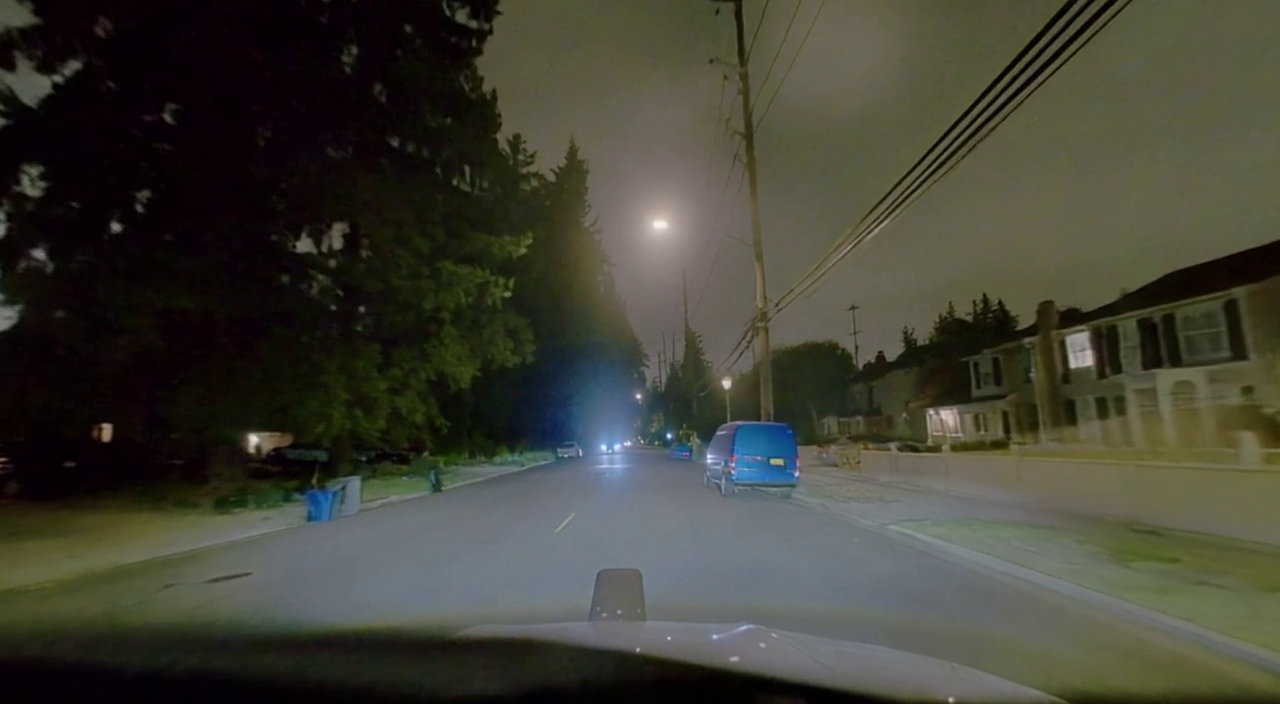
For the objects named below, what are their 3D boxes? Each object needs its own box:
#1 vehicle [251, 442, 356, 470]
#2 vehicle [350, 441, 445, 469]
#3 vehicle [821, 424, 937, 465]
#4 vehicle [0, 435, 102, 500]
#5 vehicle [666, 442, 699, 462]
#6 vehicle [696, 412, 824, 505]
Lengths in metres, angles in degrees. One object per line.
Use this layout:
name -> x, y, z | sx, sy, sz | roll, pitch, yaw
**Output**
vehicle -> -18.407, 5.675, 34.707 | 4.615, 1.482, 2.073 | 0, -8, 1
vehicle -> -13.319, 5.679, 34.892 | 4.443, 1.475, 1.932 | 0, -8, -2
vehicle -> 11.007, 4.290, 29.378 | 4.602, 1.799, 1.859 | 0, -8, -1
vehicle -> -18.457, 3.247, 17.968 | 4.414, 1.731, 2.008 | 0, -8, 1
vehicle -> 3.166, 7.602, 48.315 | 1.944, 1.439, 4.500 | 1, -8, -4
vehicle -> 2.930, 2.786, 16.886 | 2.311, 2.069, 5.156 | 0, -8, -1
